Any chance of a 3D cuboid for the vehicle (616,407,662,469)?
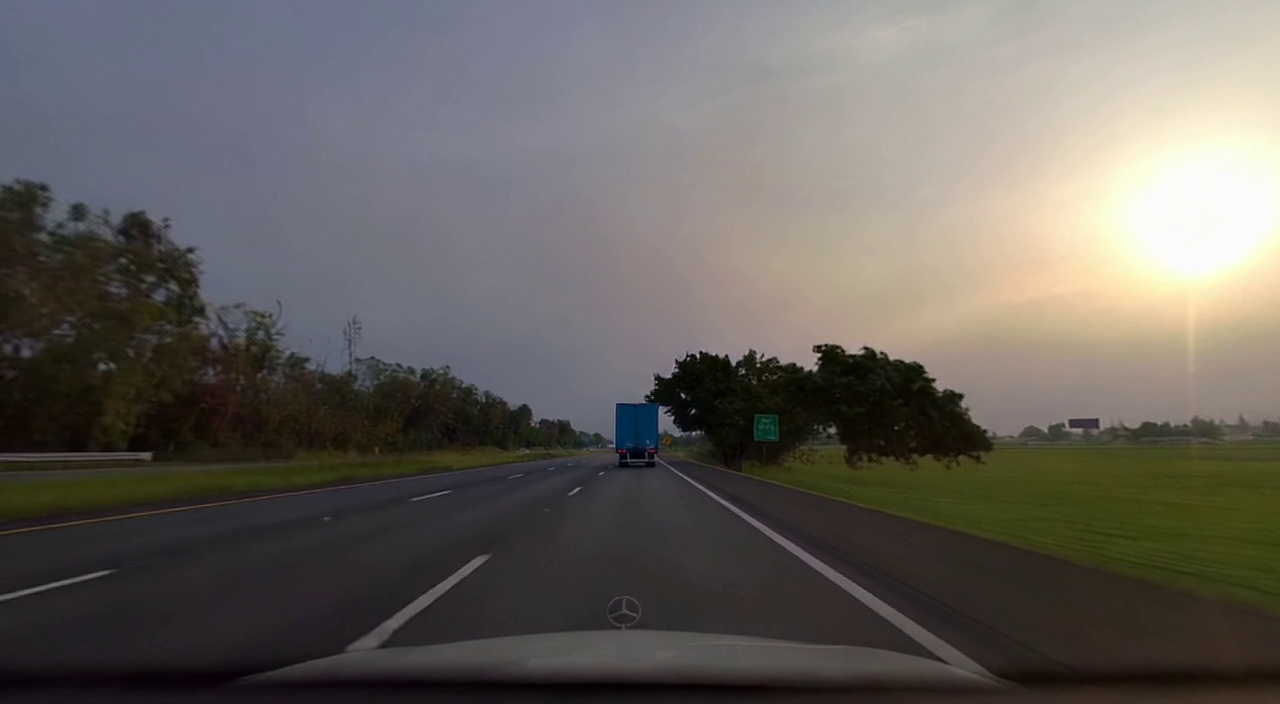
[{"bbox_3d":[-0.172,6.409,46.367,2.982,3.947,11.075,0,-9,-1],"label":"vehicle"}]
